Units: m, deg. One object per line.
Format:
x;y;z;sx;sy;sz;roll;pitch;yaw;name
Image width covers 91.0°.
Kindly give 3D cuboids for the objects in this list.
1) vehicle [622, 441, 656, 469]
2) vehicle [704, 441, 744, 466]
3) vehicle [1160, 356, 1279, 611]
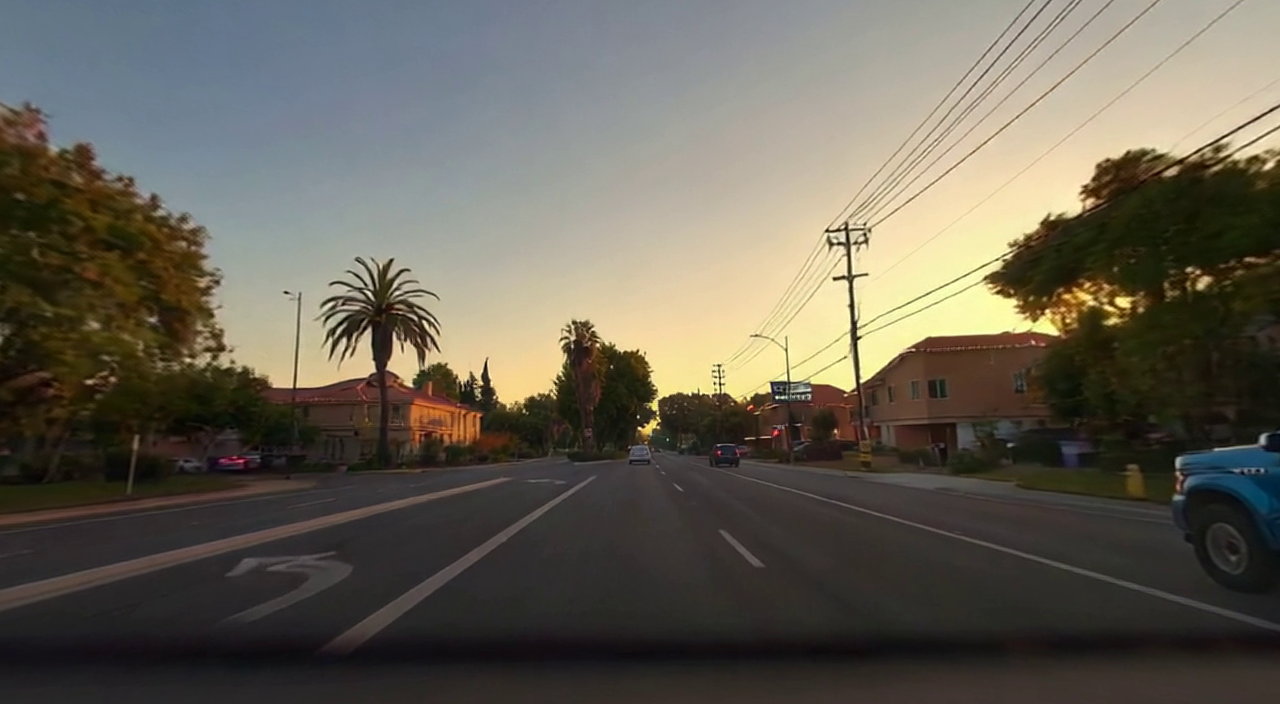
-0.066;6.721;41.147;2.138;1.702;4.168;0;-9;0;vehicle
6.099;7.497;46.417;2.252;1.718;4.617;0;-9;0;vehicle
5.952;0.787;3.490;2.355;1.889;4.392;0;-9;1;vehicle
